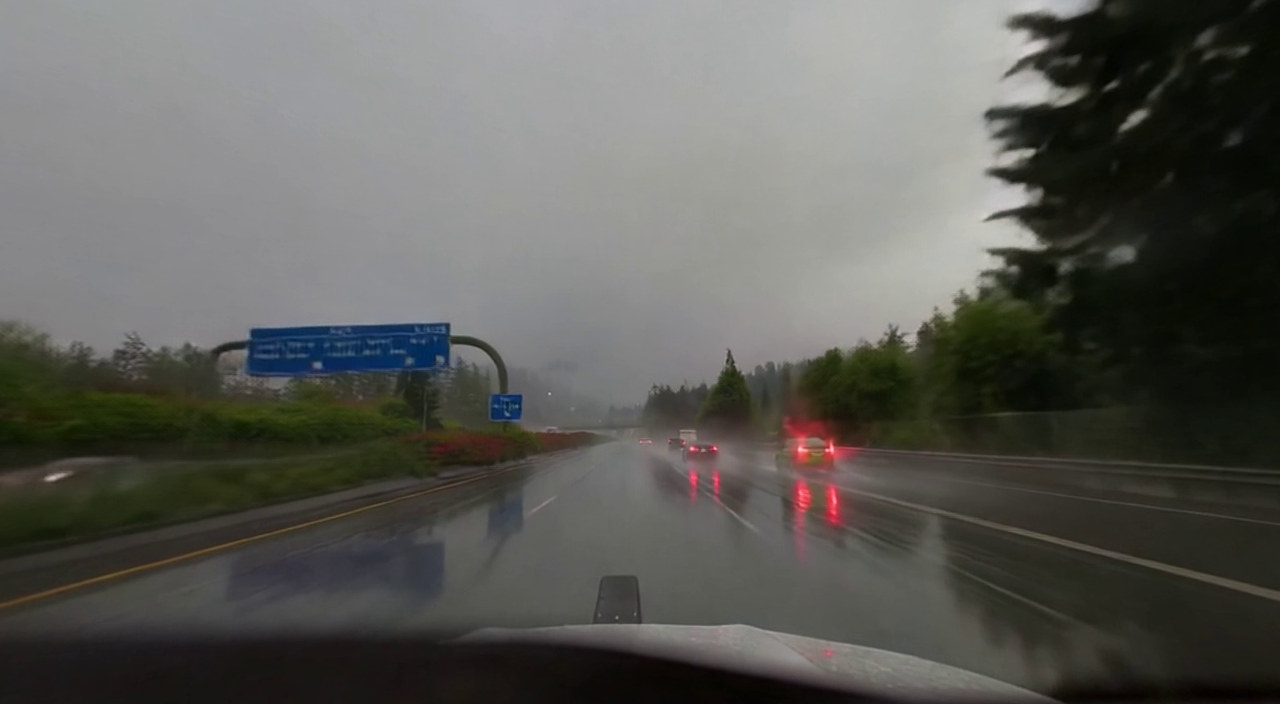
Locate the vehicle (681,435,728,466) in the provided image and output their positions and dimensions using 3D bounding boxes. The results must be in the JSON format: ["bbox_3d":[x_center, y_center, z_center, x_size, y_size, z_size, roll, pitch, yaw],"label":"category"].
[{"bbox_3d":[3.179,4.945,31.843,1.819,1.468,3.770,0,-8,-2],"label":"vehicle"}]

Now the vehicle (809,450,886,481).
[{"bbox_3d":[6.865,3.760,21.077,1.535,0.862,2.814,0,-8,-2],"label":"vehicle"}]

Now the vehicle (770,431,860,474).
[{"bbox_3d":[6.754,3.923,24.947,2.003,1.522,4.940,0,-8,-1],"label":"vehicle"}]
